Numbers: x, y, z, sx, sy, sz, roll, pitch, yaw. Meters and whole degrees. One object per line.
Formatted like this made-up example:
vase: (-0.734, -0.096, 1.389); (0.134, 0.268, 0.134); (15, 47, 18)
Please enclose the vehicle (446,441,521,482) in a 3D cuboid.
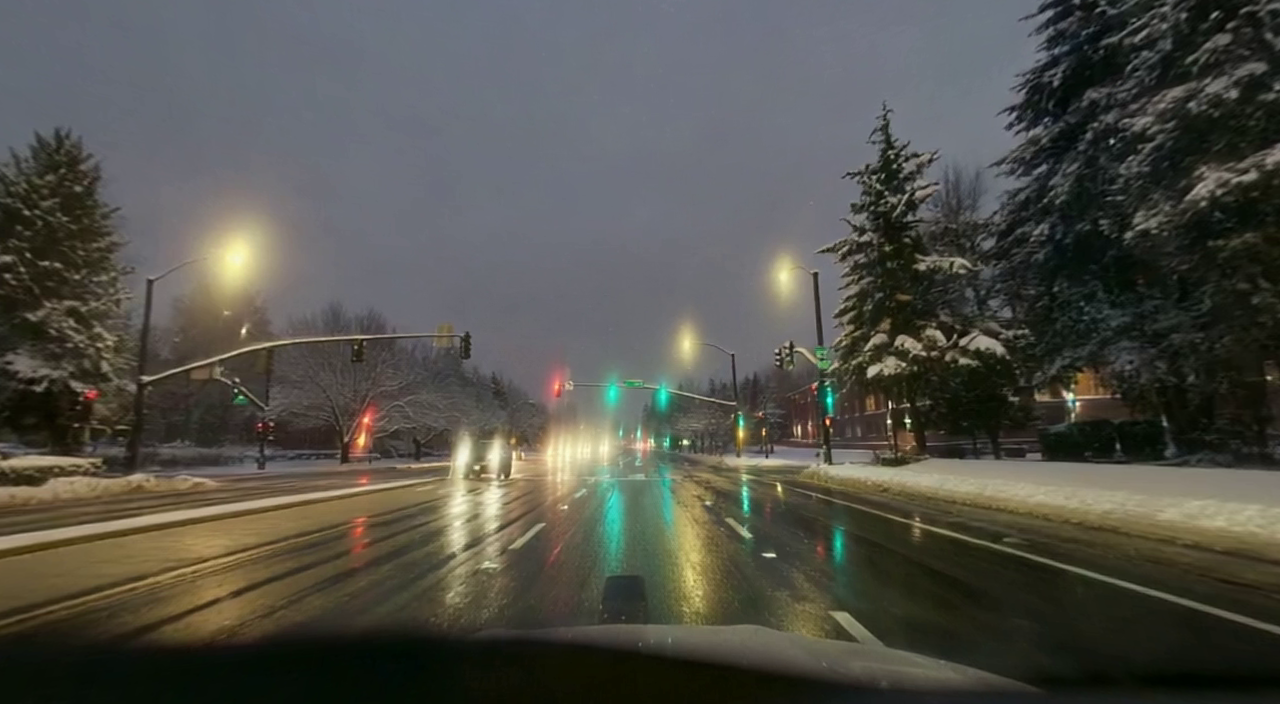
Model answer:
vehicle: (-6.446, 4.553, 26.447); (1.876, 1.570, 4.980); (0, -9, 0)
